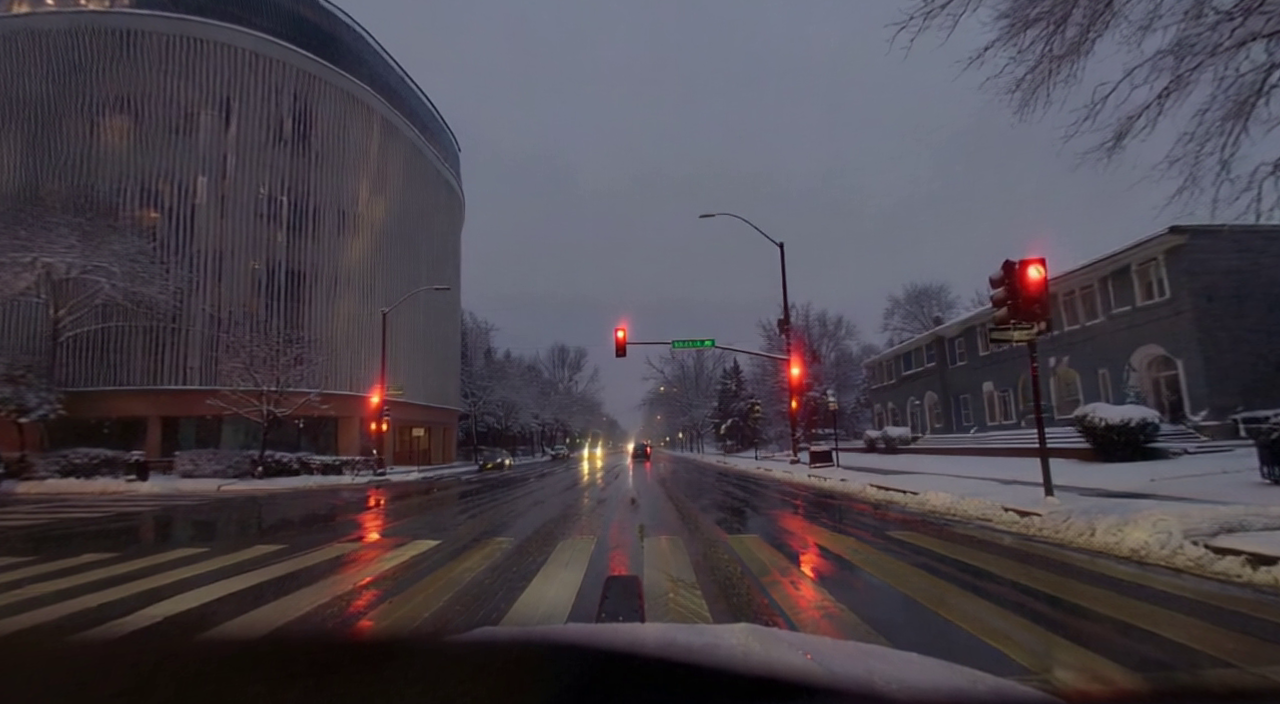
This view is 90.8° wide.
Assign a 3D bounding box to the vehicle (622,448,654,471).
[{"bbox_3d":[-0.073,7.605,44.913,2.088,1.452,4.833,-1,-8,2],"label":"vehicle"}]
